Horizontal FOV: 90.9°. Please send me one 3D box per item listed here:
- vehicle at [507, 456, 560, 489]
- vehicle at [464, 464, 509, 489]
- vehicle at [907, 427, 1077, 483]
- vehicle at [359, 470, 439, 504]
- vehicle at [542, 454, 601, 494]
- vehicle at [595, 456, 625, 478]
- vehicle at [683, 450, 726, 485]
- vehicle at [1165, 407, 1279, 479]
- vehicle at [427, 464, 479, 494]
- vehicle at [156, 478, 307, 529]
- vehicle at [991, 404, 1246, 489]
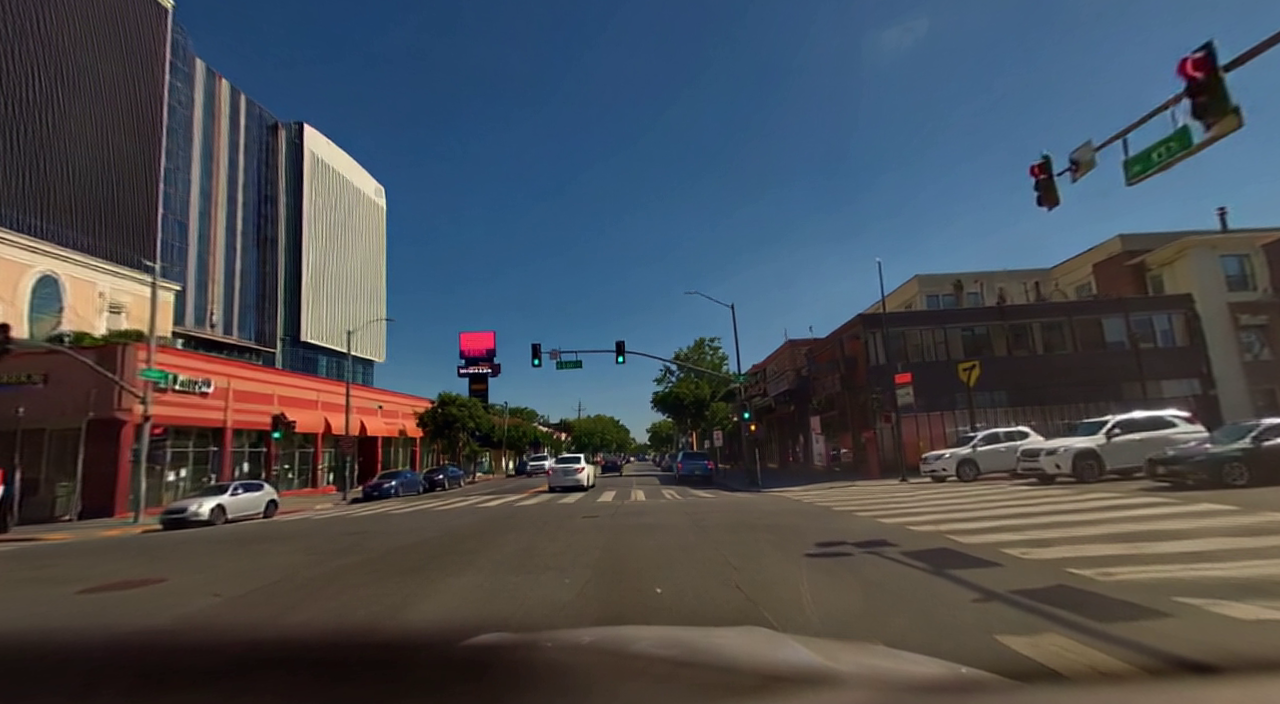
[{"bbox_3d":[-5.626,6.405,33.756,1.942,1.559,4.298,-1,-8,2],"label":"vehicle"},{"bbox_3d":[-11.315,9.203,46.769,2.041,1.526,4.749,0,-8,1],"label":"vehicle"},{"bbox_3d":[11.265,3.325,20.413,4.288,1.689,1.909,-1,-8,1],"label":"vehicle"},{"bbox_3d":[-12.133,6.819,32.122,1.934,1.434,4.636,-1,-8,5],"label":"vehicle"},{"bbox_3d":[-2.856,5.173,27.029,1.973,1.496,3.713,-1,-8,2],"label":"vehicle"},{"bbox_3d":[-2.273,8.792,48.306,1.916,1.487,4.535,-1,-8,2],"label":"vehicle"},{"bbox_3d":[3.601,6.508,35.799,1.924,1.765,3.954,0,-8,-1],"label":"vehicle"},{"bbox_3d":[14.976,2.016,14.027,4.801,1.497,1.895,0,-8,0],"label":"vehicle"},{"bbox_3d":[-11.729,7.975,39.815,1.933,1.628,3.973,-1,-8,3],"label":"vehicle"},{"bbox_3d":[-15.583,5.766,24.383,1.999,1.466,4.535,-3,-9,18],"label":"vehicle"},{"bbox_3d":[12.813,2.552,17.204,5.004,1.771,2.159,-5,-8,1],"label":"vehicle"}]
